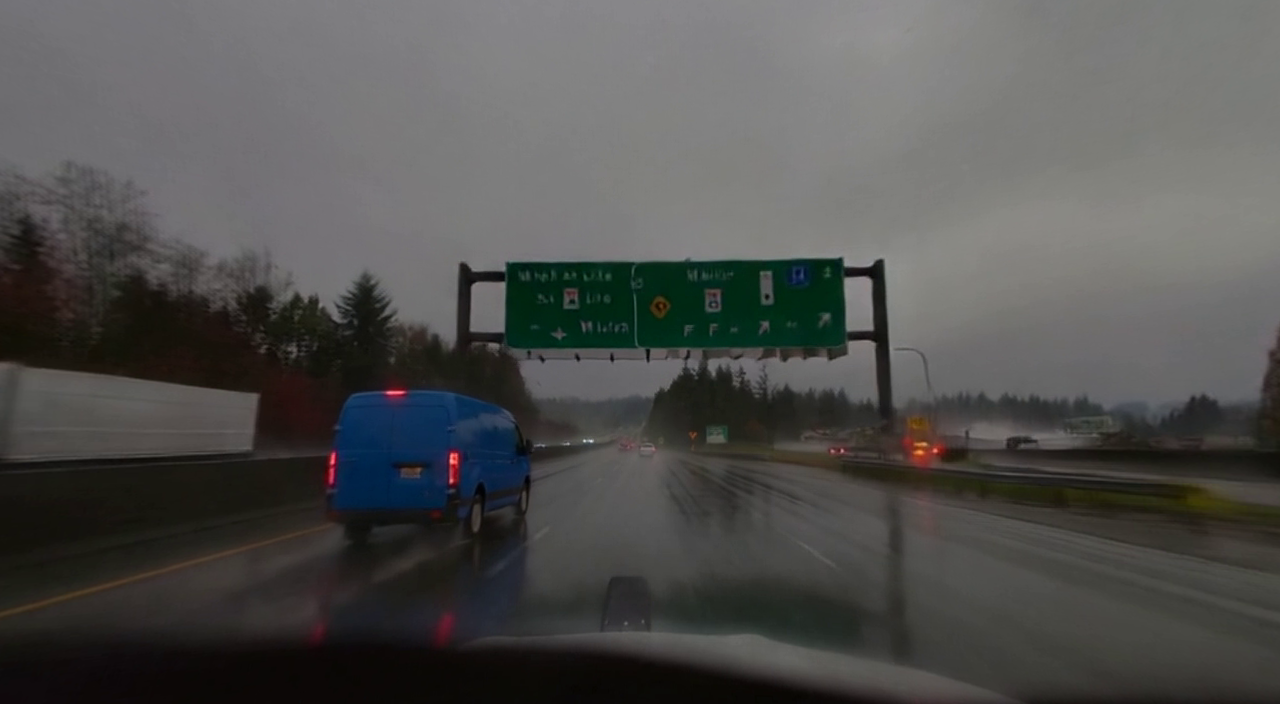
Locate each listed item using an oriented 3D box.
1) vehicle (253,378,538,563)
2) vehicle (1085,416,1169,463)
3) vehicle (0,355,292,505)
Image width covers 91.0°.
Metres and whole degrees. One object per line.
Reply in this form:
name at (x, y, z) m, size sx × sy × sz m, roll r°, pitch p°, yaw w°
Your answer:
vehicle at (-3.080, 1.625, 9.308) m, size 2.281 × 2.025 × 4.586 m, roll 0°, pitch -8°, yaw 1°
vehicle at (31.486, 5.674, 40.933) m, size 2.207 × 2.820 × 5.493 m, roll -2°, pitch -8°, yaw 15°
vehicle at (-19.314, 3.120, 24.104) m, size 3.495 × 4.081 × 14.680 m, roll 0°, pitch -8°, yaw 0°
